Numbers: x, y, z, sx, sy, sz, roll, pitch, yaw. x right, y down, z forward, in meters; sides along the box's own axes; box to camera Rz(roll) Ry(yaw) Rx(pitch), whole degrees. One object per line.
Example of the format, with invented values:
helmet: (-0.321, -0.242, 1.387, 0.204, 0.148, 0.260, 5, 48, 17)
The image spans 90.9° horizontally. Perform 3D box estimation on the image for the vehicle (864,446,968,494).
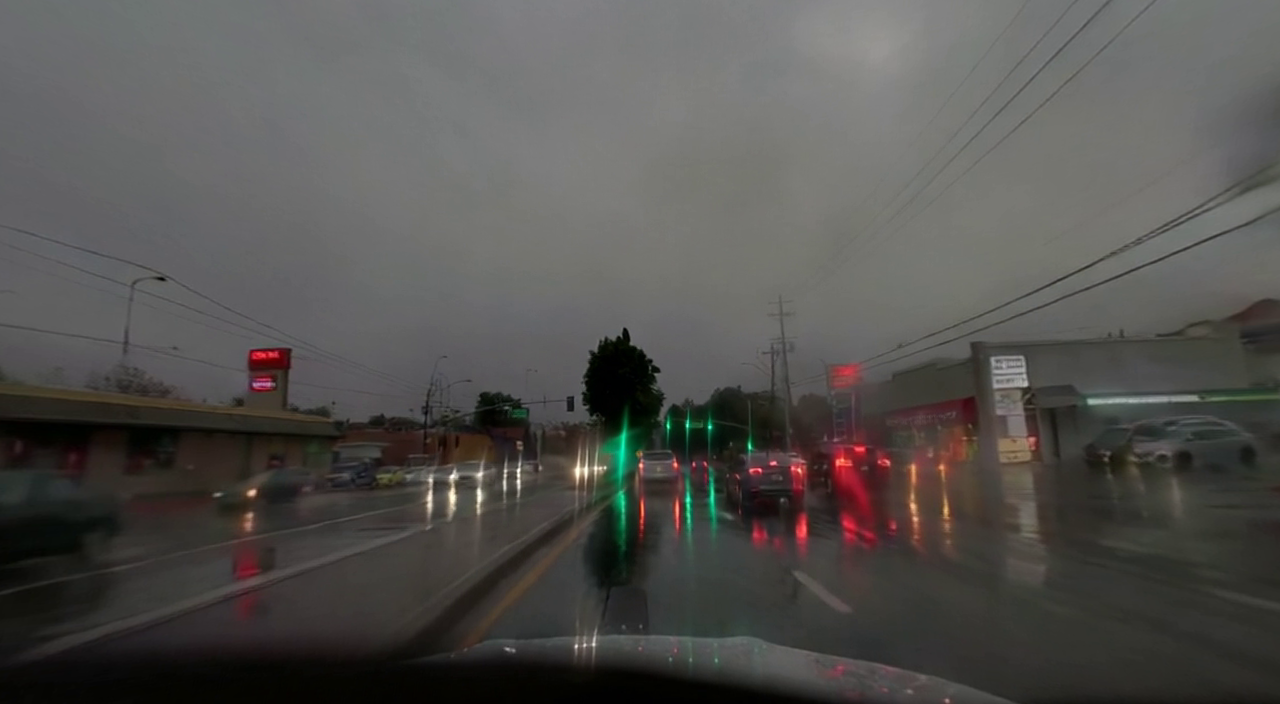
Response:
vehicle: (10.998, 4.762, 25.566, 2.106, 1.712, 4.769, 0, -10, 1)

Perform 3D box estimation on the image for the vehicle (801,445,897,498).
vehicle: (7.558, 4.316, 23.354, 2.040, 1.738, 4.414, 0, -8, 0)

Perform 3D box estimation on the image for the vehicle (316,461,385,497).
vehicle: (-18.034, 7.878, 39.533, 1.878, 1.760, 4.876, -1, -6, 2)

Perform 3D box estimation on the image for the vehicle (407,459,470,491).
vehicle: (-11.950, 7.306, 37.768, 2.183, 1.674, 4.481, -1, -8, 1)

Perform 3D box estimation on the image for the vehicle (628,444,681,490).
vehicle: (0.662, 5.136, 28.602, 2.210, 1.861, 4.280, 0, -8, 1)

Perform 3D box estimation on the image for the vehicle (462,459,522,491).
vehicle: (-7.924, 6.637, 34.271, 2.078, 1.465, 4.632, -1, -8, 1)

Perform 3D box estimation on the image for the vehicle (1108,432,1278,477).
vehicle: (22.025, 4.097, 25.314, 4.718, 1.628, 2.008, -2, -8, 5)

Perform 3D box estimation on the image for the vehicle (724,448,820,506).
vehicle: (3.905, 3.752, 19.459, 1.963, 1.484, 4.609, 0, -8, 0)

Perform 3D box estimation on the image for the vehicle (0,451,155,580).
vehicle: (-8.789, 2.017, 7.671, 1.906, 1.519, 4.797, 0, -8, 1)

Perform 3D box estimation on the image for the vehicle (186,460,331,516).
vehicle: (-12.162, 4.316, 20.525, 1.846, 1.461, 4.488, 0, -8, 1)
